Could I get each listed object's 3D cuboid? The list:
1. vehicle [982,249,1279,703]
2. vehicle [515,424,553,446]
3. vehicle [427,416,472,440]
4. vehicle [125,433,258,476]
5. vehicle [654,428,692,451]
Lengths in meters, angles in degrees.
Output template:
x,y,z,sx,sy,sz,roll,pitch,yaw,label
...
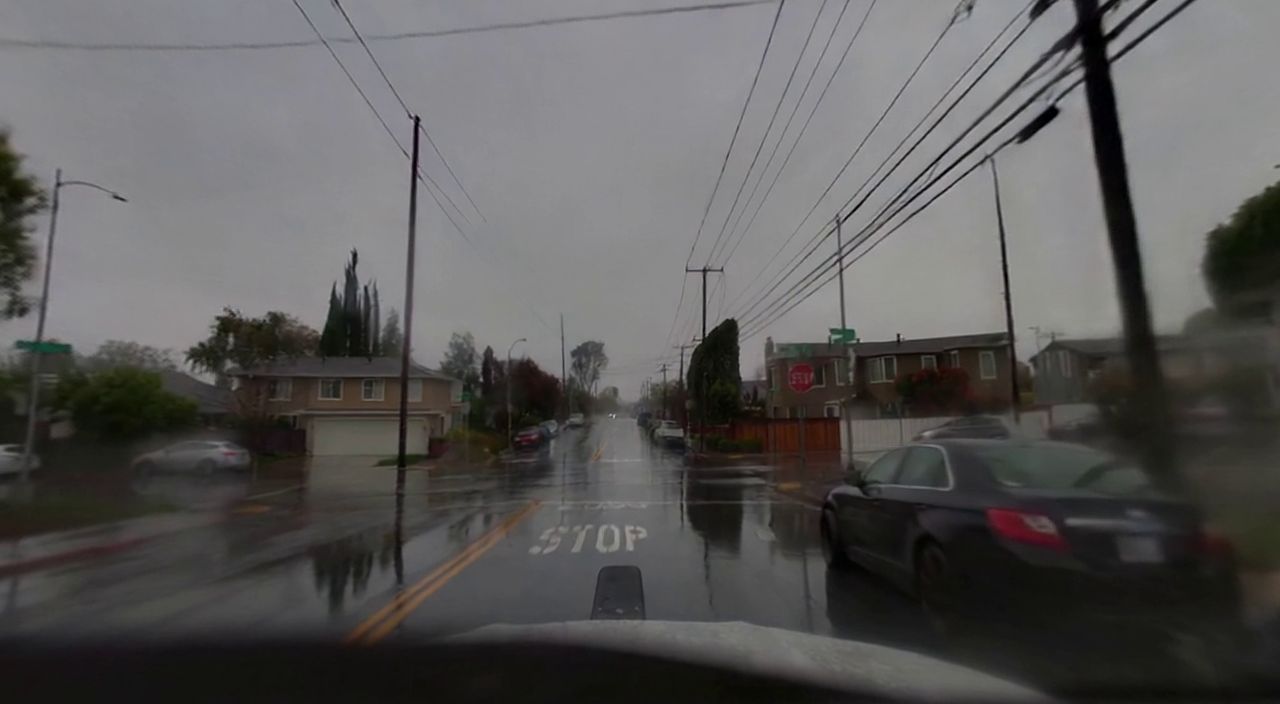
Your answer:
x,y,z,sx,sy,sz,roll,pitch,yaw,label
3.198,0.477,0.644,2.375,1.945,5.670,0,-8,-2,vehicle
-7.865,6.267,47.300,2.065,1.553,4.636,0,-8,0,vehicle
-13.899,5.651,46.435,1.992,1.678,4.658,0,-8,-2,vehicle
-19.467,4.449,27.612,4.181,1.742,1.945,1,-8,-10,vehicle
2.169,5.980,43.051,2.120,1.487,4.360,0,-8,-3,vehicle
